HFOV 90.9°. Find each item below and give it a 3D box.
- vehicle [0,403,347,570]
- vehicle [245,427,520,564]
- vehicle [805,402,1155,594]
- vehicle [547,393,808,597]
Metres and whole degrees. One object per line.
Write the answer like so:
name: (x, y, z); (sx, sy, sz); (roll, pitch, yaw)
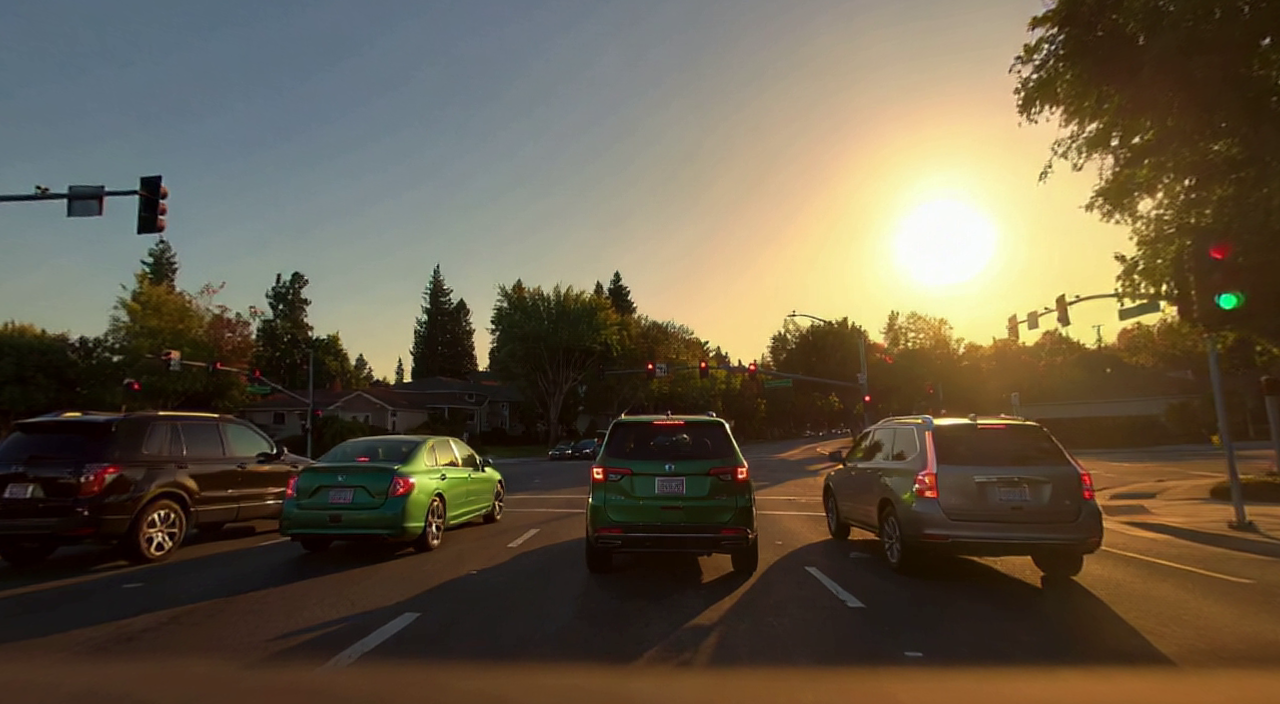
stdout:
vehicle: (-6.636, 1.824, 9.359); (2.075, 1.796, 4.785); (0, -8, 2)
vehicle: (-3.237, 1.885, 9.103); (1.885, 1.475, 4.359); (-1, -8, 4)
vehicle: (3.527, 1.590, 7.745); (2.047, 1.638, 4.395); (-1, -8, 4)
vehicle: (0.392, 1.520, 7.499); (2.198, 1.708, 4.170); (0, -8, 2)
